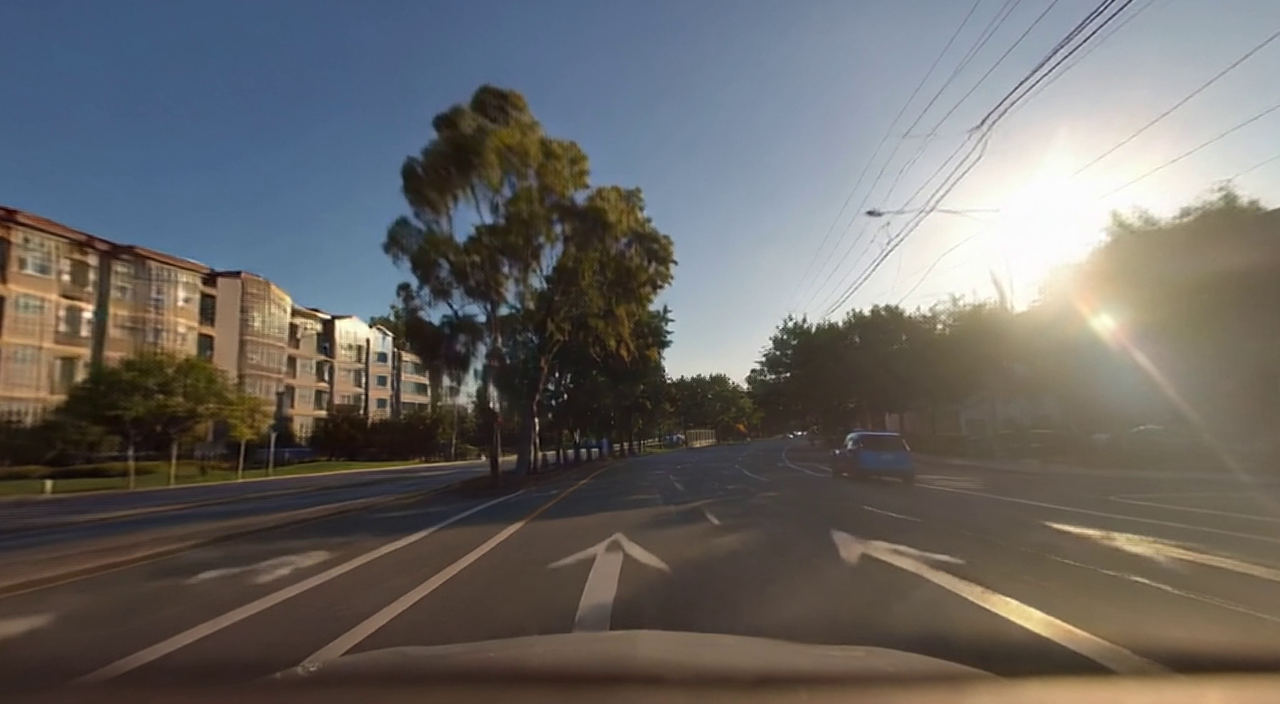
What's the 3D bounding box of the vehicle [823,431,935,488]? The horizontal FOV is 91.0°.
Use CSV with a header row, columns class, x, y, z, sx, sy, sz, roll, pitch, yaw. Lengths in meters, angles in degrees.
class,x,y,z,sx,sy,sz,roll,pitch,yaw
vehicle,6.903,3.142,18.650,1.908,1.476,3.880,-1,-9,2
